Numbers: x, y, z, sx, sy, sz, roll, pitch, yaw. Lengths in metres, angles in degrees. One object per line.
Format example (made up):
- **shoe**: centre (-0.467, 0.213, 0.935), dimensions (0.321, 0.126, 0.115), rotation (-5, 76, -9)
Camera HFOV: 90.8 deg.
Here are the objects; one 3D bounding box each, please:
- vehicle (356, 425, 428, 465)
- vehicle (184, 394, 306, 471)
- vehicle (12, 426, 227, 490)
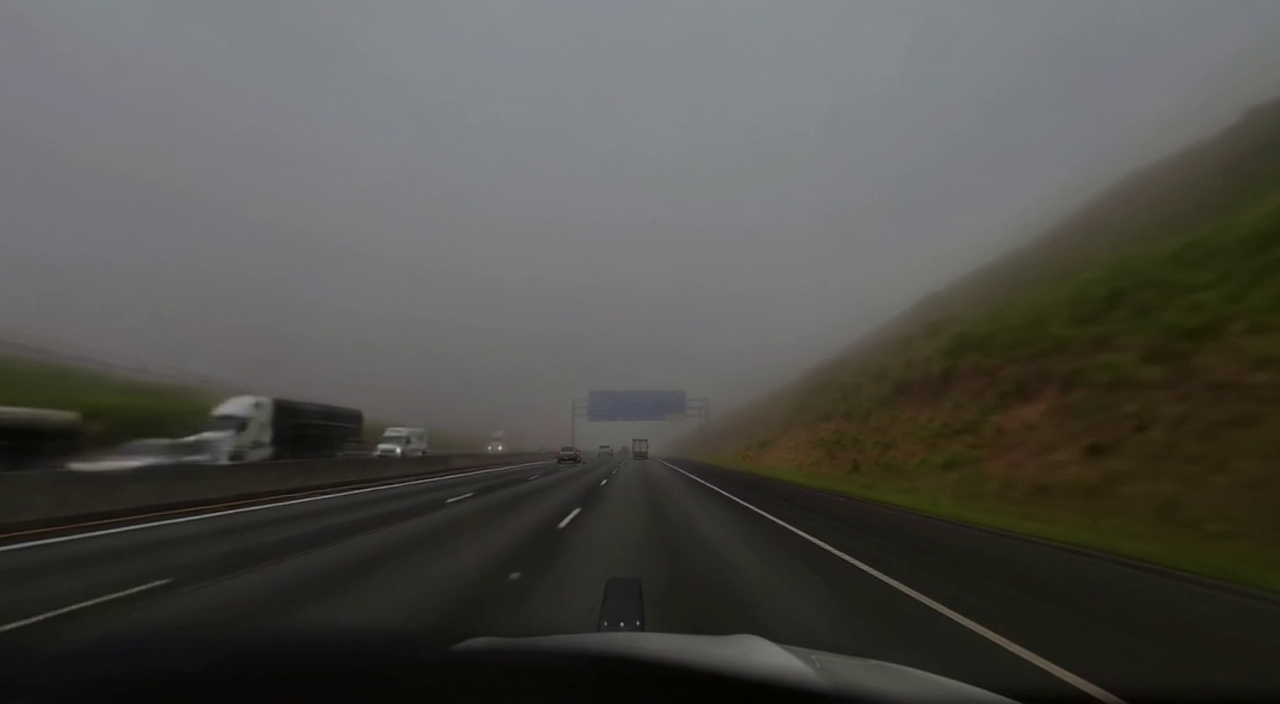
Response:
- **vehicle**: centre (-18.260, 6.914, 46.921), dimensions (2.450, 2.732, 6.851), rotation (0, -9, 0)
- **vehicle**: centre (-22.499, 4.707, 36.408), dimensions (2.986, 4.073, 5.945), rotation (0, -9, 0)
- **vehicle**: centre (-14.590, 3.021, 18.188), dimensions (2.066, 1.592, 4.822), rotation (0, -9, 0)
